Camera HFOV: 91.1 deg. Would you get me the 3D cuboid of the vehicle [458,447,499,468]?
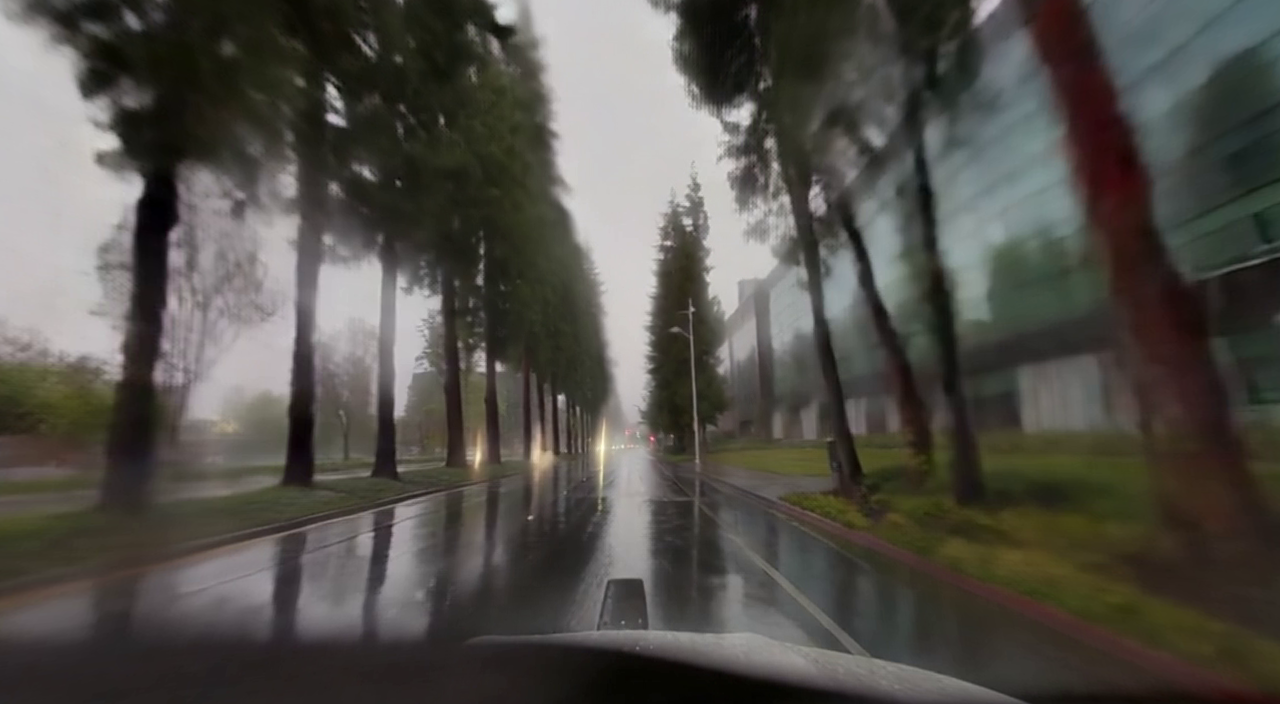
[{"bbox_3d":[-11.910,7.813,46.569,1.881,1.445,4.280,0,-8,1],"label":"vehicle"}]
